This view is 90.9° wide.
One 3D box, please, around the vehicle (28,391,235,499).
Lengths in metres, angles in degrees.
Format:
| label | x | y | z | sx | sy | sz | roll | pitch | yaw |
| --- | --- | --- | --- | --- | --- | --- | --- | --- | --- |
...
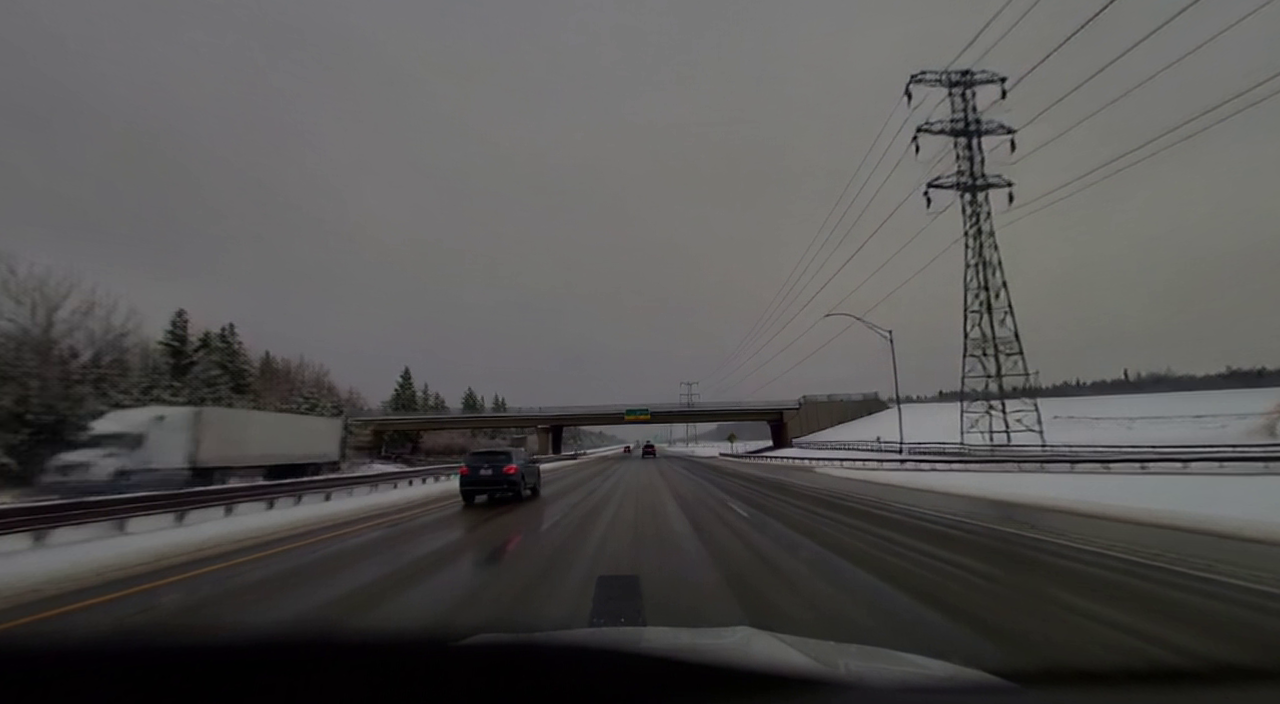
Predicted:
| label | x | y | z | sx | sy | sz | roll | pitch | yaw |
| --- | --- | --- | --- | --- | --- | --- | --- | --- | --- |
| vehicle | -20.037 | 3.766 | 25.488 | 2.990 | 3.801 | 6.155 | 0 | -9 | 0 |

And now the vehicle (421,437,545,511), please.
| label | x | y | z | sx | sy | sz | roll | pitch | yaw |
| --- | --- | --- | --- | --- | --- | --- | --- | --- | --- |
| vehicle | -3.648 | 2.913 | 15.491 | 1.924 | 1.550 | 4.165 | 0 | -9 | 1 |
